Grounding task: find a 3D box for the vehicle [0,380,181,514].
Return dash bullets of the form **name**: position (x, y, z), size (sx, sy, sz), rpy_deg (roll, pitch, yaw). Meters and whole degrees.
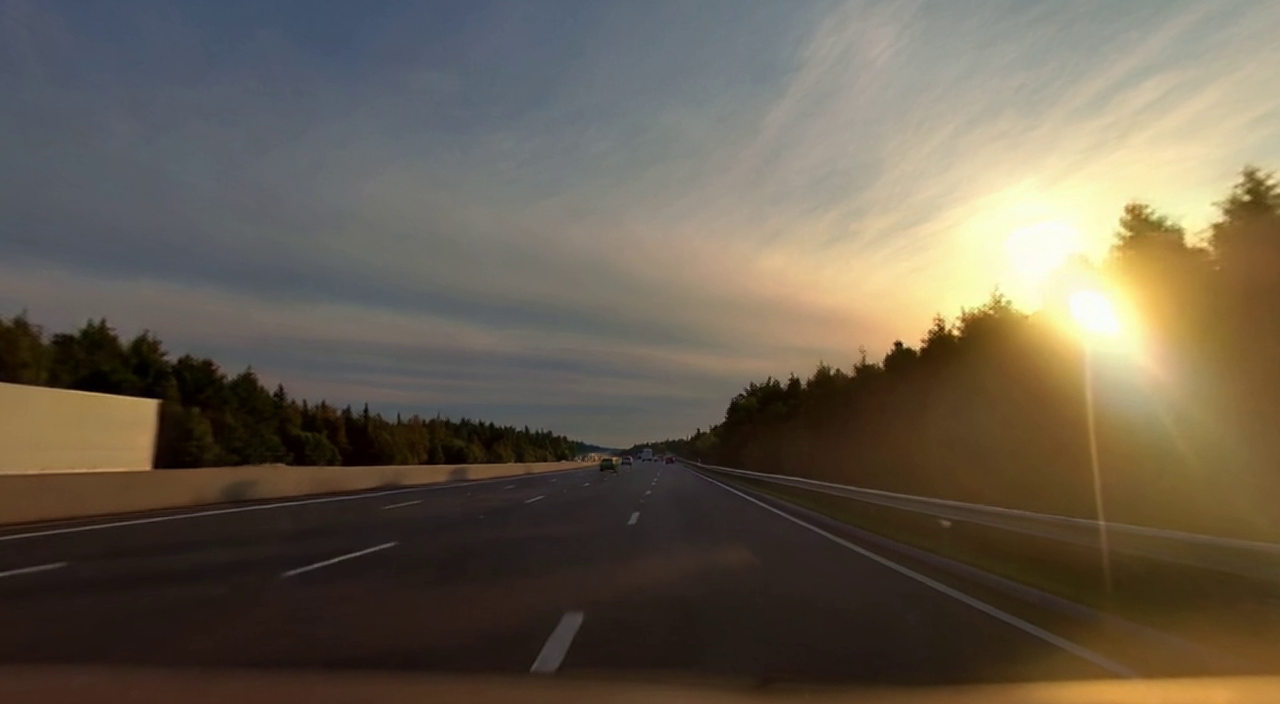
- **vehicle**: position (-21.336, 2.881, 19.025), size (2.899, 4.123, 15.577), rpy_deg (-1, -9, 2)
